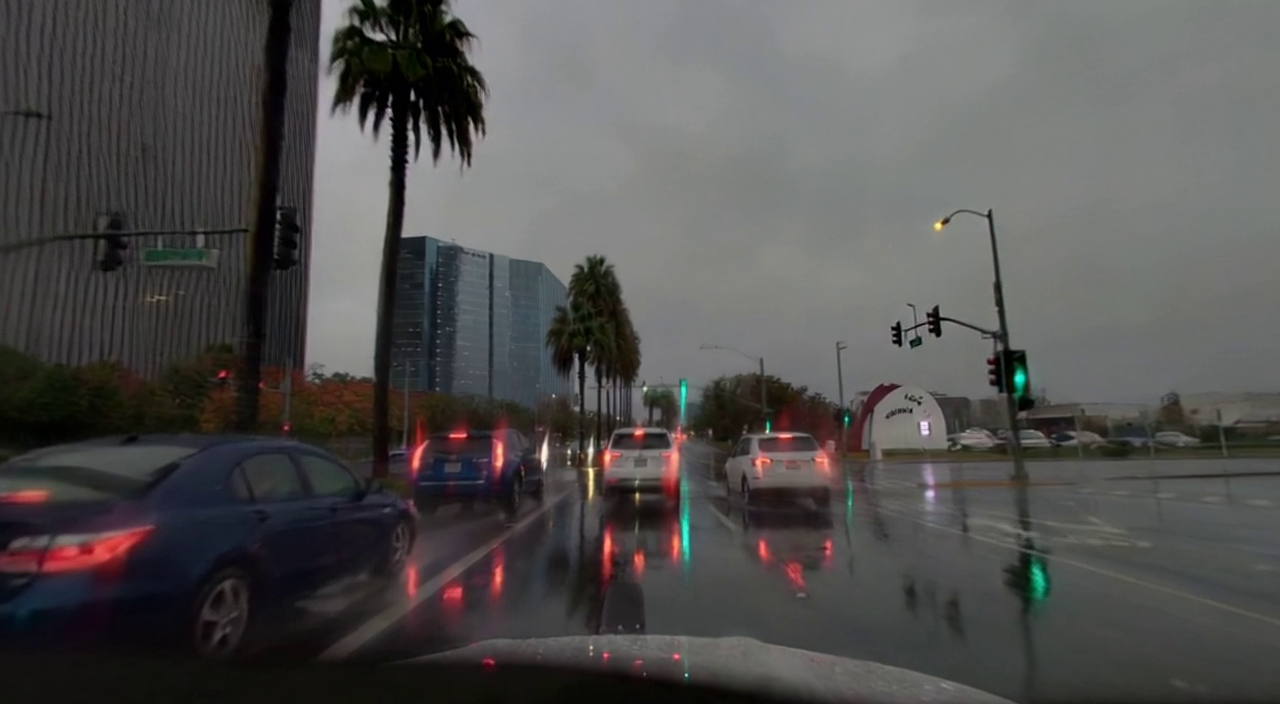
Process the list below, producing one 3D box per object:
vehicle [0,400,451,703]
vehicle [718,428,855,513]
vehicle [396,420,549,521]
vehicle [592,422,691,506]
[{"bbox_3d":[-3.218,1.291,5.007,1.962,1.480,4.605,0,-9,1],"label":"vehicle"},{"bbox_3d":[3.006,2.510,13.854,1.936,1.567,3.896,0,-9,-2],"label":"vehicle"},{"bbox_3d":[-3.177,2.338,12.923,1.938,1.713,4.048,0,-9,1],"label":"vehicle"},{"bbox_3d":[0.039,2.669,15.437,2.060,1.730,4.257,0,-9,0],"label":"vehicle"}]
